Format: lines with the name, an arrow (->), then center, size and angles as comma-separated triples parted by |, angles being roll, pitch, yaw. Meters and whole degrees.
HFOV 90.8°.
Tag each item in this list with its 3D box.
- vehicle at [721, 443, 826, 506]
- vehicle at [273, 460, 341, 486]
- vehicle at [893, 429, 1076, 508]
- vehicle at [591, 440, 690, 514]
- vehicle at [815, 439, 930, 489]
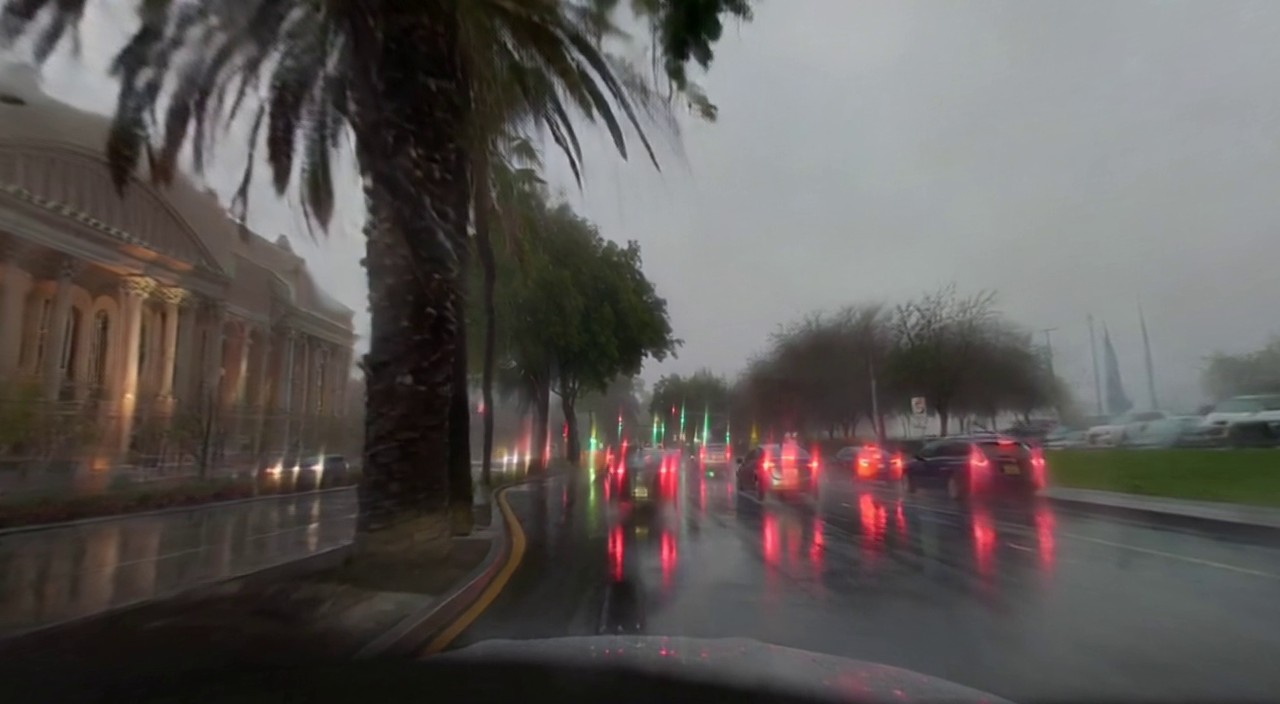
vehicle -> 3.428, 3.220, 17.130 | 1.833, 1.465, 4.258 | 0, -9, -1
vehicle -> -21.081, 7.665, 40.232 | 1.856, 1.429, 4.672 | 0, -9, -1
vehicle -> 8.562, 2.921, 16.343 | 1.994, 1.715, 4.777 | 0, -9, 0
vehicle -> -0.027, 2.883, 15.055 | 2.050, 1.521, 3.747 | 0, -8, -1
vehicle -> 8.194, 3.959, 22.850 | 1.970, 1.559, 4.911 | 0, -8, -5
